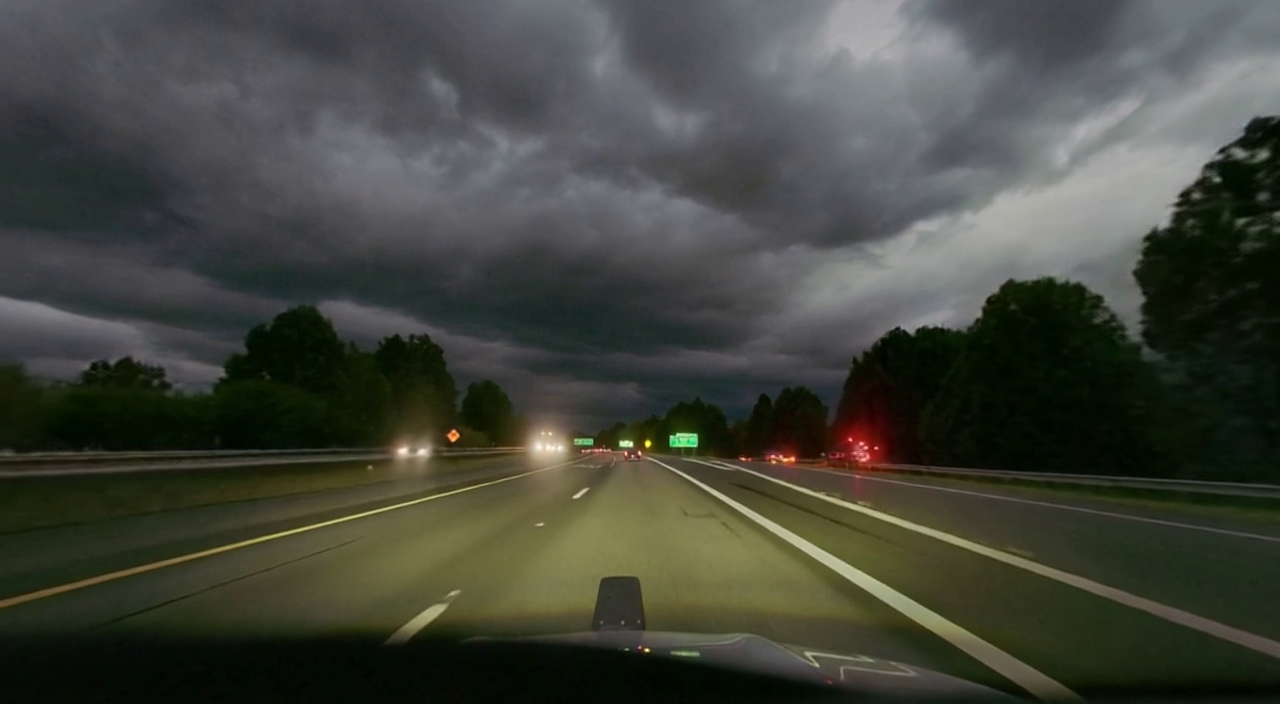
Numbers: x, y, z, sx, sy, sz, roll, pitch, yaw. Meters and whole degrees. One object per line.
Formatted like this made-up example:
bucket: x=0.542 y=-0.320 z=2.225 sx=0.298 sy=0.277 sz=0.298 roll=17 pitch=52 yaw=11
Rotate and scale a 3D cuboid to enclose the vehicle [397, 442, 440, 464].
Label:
vehicle: x=-15.213 y=6.963 z=43.496 sx=1.736 sy=1.432 sz=3.567 roll=0 pitch=-9 yaw=-2
